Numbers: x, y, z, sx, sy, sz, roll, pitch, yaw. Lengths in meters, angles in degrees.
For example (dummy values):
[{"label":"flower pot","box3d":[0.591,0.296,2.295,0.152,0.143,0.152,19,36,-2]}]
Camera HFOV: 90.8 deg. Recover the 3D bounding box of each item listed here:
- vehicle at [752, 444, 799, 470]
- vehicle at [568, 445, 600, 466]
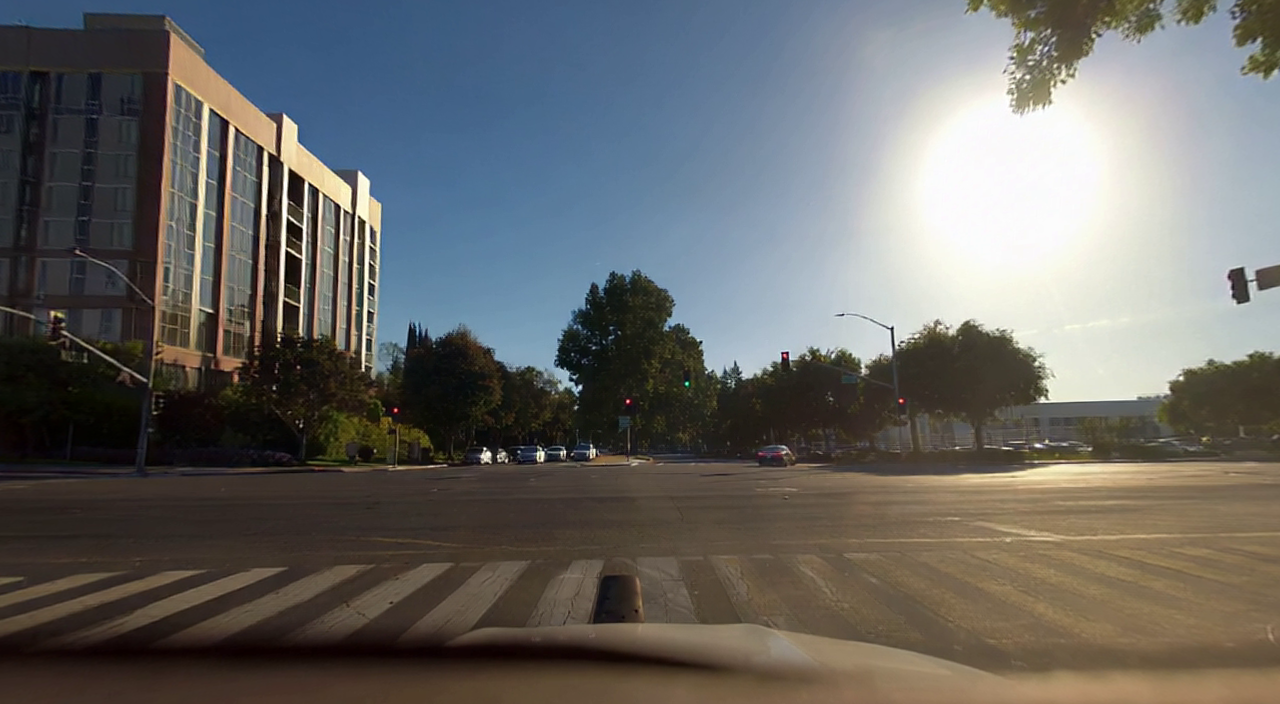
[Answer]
[{"label":"vehicle","box3d":[8.113,6.201,37.485,2.043,1.454,4.424,-3,-9,21]},{"label":"vehicle","box3d":[-4.346,8.126,49.751,2.130,1.613,4.121,0,-8,0]}]
